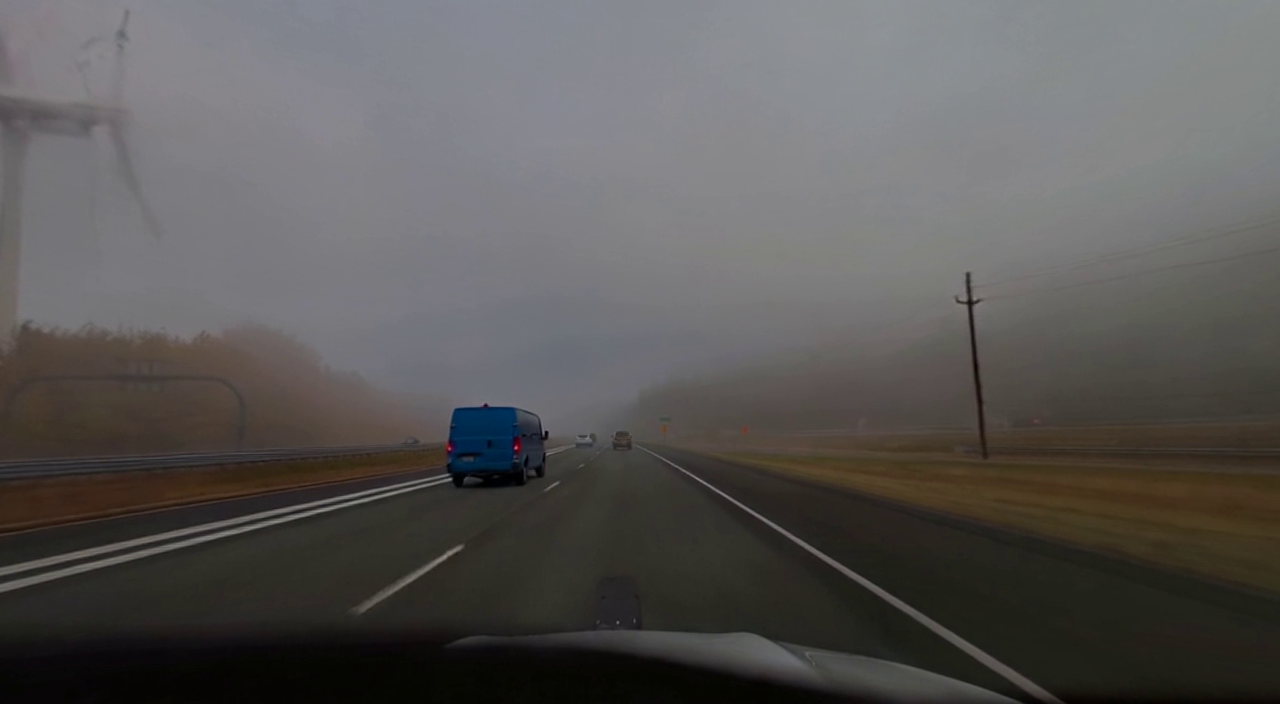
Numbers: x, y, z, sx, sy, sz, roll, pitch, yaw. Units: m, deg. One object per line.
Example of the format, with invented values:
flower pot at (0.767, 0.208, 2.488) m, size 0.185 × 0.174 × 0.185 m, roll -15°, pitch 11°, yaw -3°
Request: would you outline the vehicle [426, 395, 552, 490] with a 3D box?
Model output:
vehicle at (-4.052, 2.554, 17.981) m, size 2.303 × 2.323 × 5.089 m, roll 0°, pitch -8°, yaw 0°
